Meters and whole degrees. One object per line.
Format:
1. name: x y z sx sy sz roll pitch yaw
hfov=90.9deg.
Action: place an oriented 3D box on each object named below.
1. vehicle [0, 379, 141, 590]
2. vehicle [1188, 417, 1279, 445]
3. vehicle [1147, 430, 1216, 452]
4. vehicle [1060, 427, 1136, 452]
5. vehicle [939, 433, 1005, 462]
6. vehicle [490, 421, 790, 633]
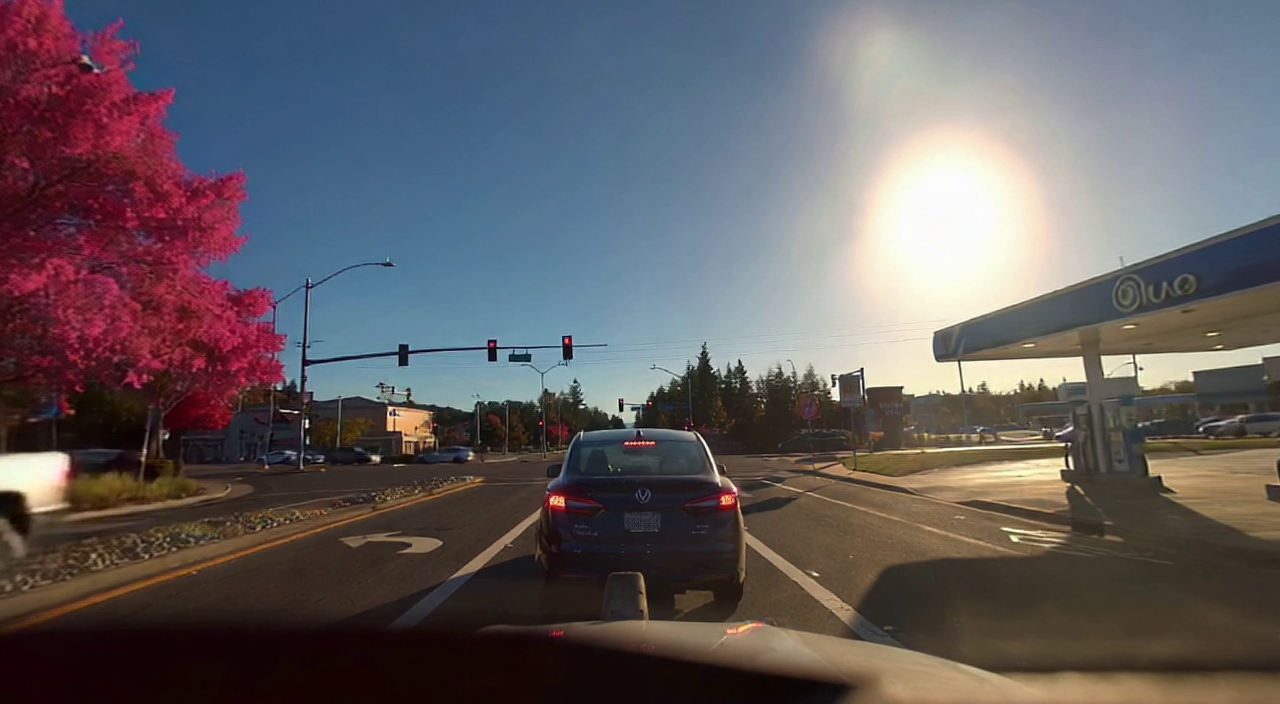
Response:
1. vehicle: -7.536 1.192 5.365 2.378 2.084 5.225 0 -8 -2
2. vehicle: 36.325 4.874 38.466 1.848 1.581 4.475 -1 -8 3
3. vehicle: 40.948 6.727 47.700 3.573 1.432 1.604 -3 -8 1
4. vehicle: 34.719 6.617 47.867 4.294 1.557 1.744 -4 -8 1
5. vehicle: 18.391 5.248 34.853 2.053 1.495 4.091 -8 -12 44
6. vehicle: -0.017 1.538 6.557 2.112 1.482 4.057 0 -8 -1
